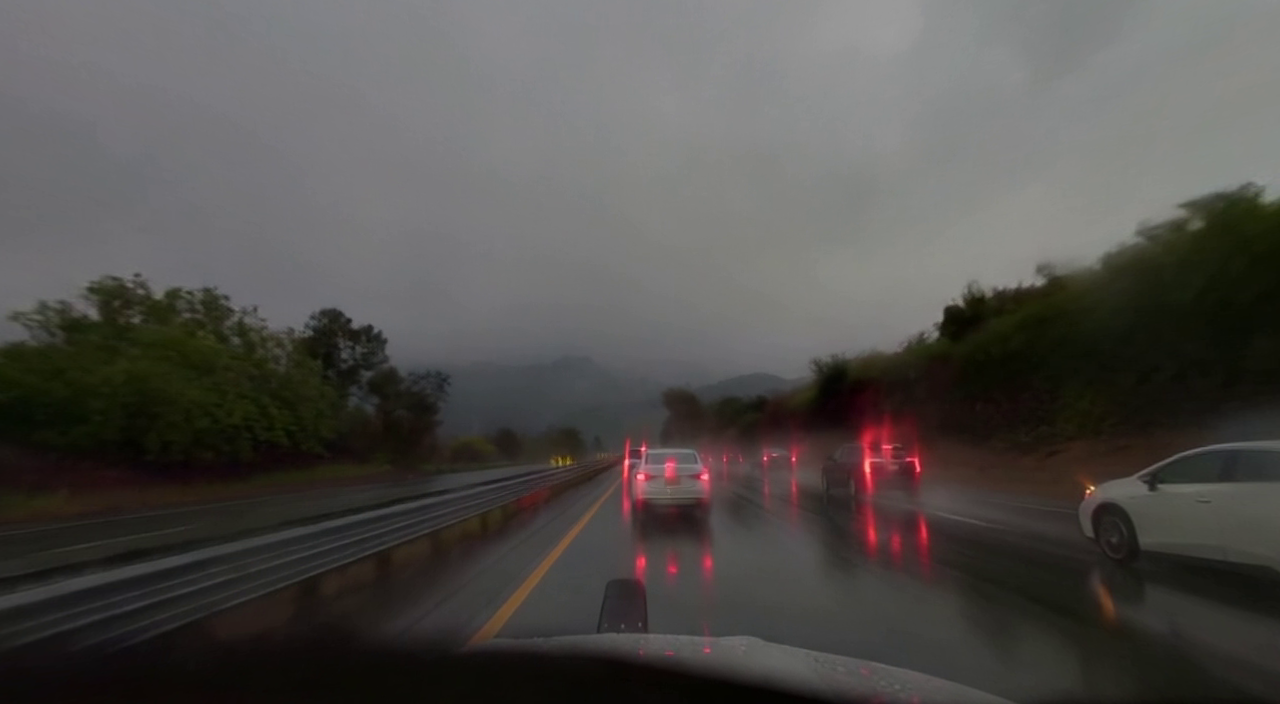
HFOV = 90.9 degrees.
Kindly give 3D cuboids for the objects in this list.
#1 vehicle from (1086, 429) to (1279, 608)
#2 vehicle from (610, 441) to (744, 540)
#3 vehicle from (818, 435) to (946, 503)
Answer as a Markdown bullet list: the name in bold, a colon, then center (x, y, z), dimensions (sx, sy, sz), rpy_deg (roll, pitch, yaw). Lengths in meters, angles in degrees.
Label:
- **vehicle**: center (6.355, 1.418, 5.455), dimensions (1.965, 1.484, 4.090), rpy_deg (0, -9, 0)
- **vehicle**: center (0.572, 2.445, 11.679), dimensions (2.076, 1.485, 3.774), rpy_deg (0, -9, 0)
- **vehicle**: center (6.806, 3.330, 18.308), dimensions (1.980, 1.702, 4.235), rpy_deg (0, -9, 0)
